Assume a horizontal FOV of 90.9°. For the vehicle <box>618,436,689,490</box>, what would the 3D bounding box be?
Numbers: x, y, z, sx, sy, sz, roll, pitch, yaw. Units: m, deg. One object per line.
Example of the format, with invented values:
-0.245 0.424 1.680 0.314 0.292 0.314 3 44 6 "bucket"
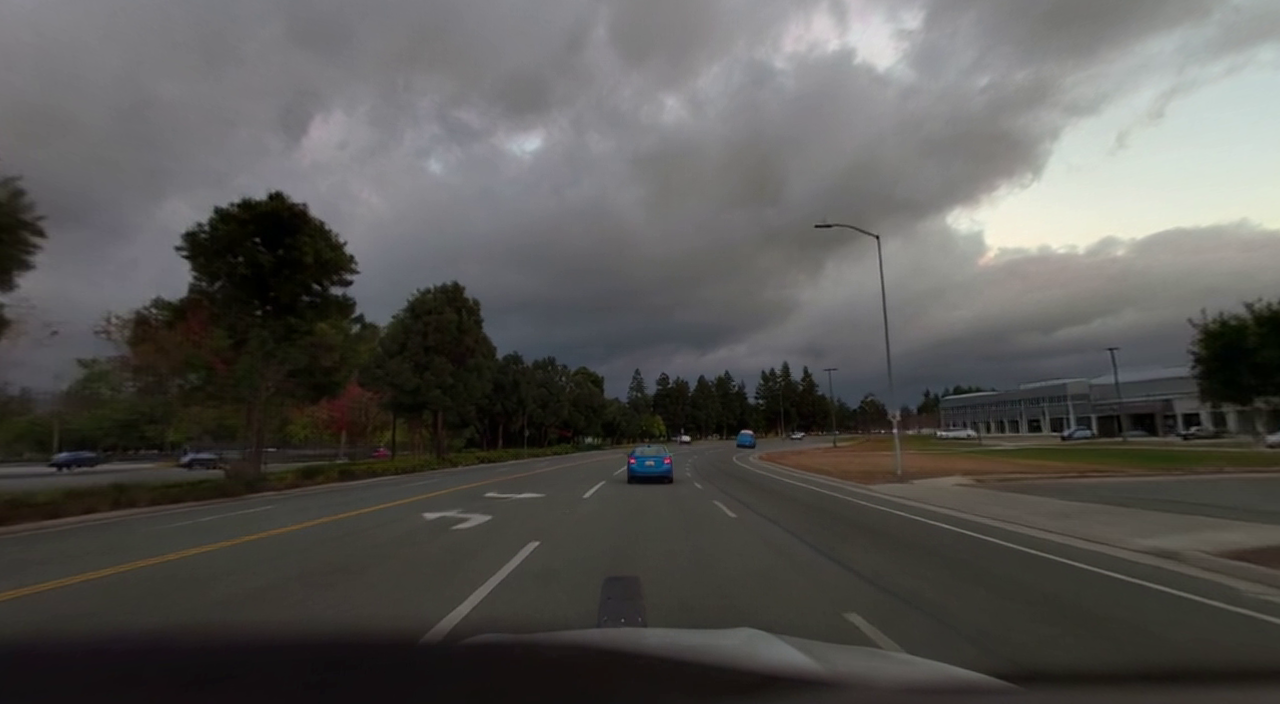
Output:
0.417 3.457 19.951 2.010 1.535 3.735 0 -8 1 "vehicle"
